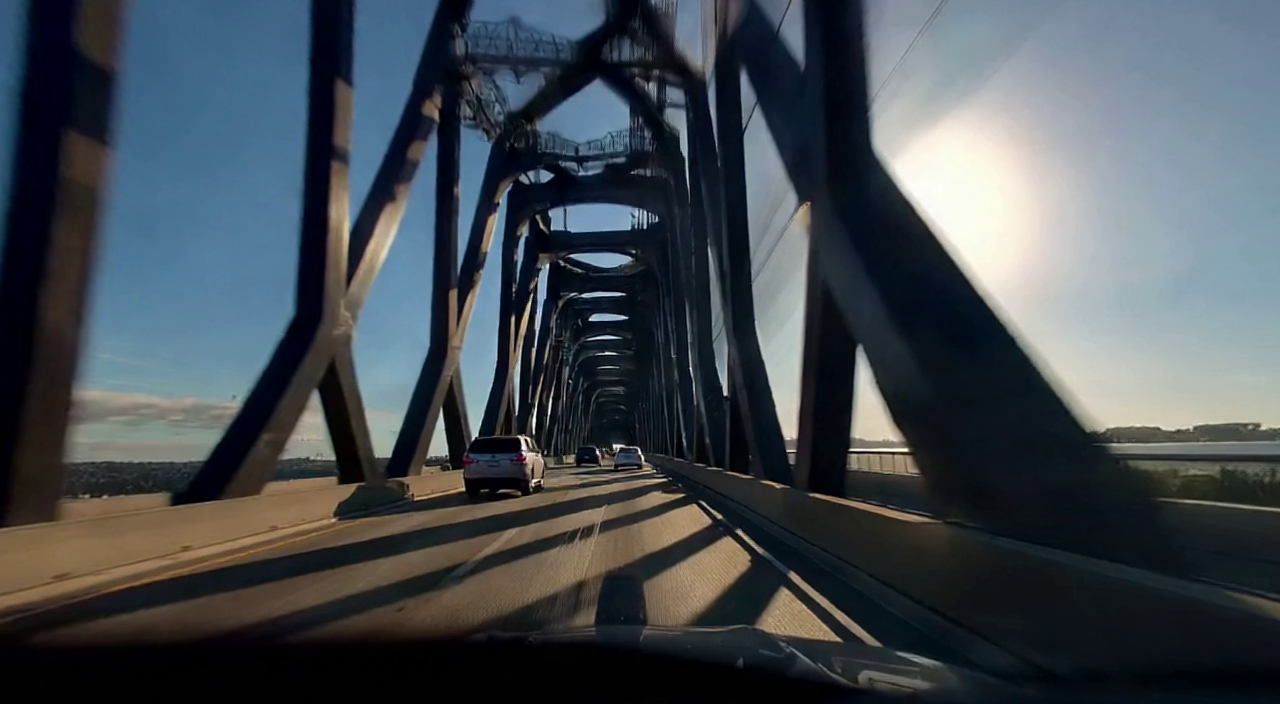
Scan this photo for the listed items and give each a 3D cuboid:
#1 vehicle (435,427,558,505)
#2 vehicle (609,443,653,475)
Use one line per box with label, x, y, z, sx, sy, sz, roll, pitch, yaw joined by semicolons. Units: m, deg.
vehicle;-3.709;3.059;17.390;2.190;1.807;4.741;-1;-9;1
vehicle;-0.470;5.285;31.398;2.048;1.450;3.973;0;-9;-1
